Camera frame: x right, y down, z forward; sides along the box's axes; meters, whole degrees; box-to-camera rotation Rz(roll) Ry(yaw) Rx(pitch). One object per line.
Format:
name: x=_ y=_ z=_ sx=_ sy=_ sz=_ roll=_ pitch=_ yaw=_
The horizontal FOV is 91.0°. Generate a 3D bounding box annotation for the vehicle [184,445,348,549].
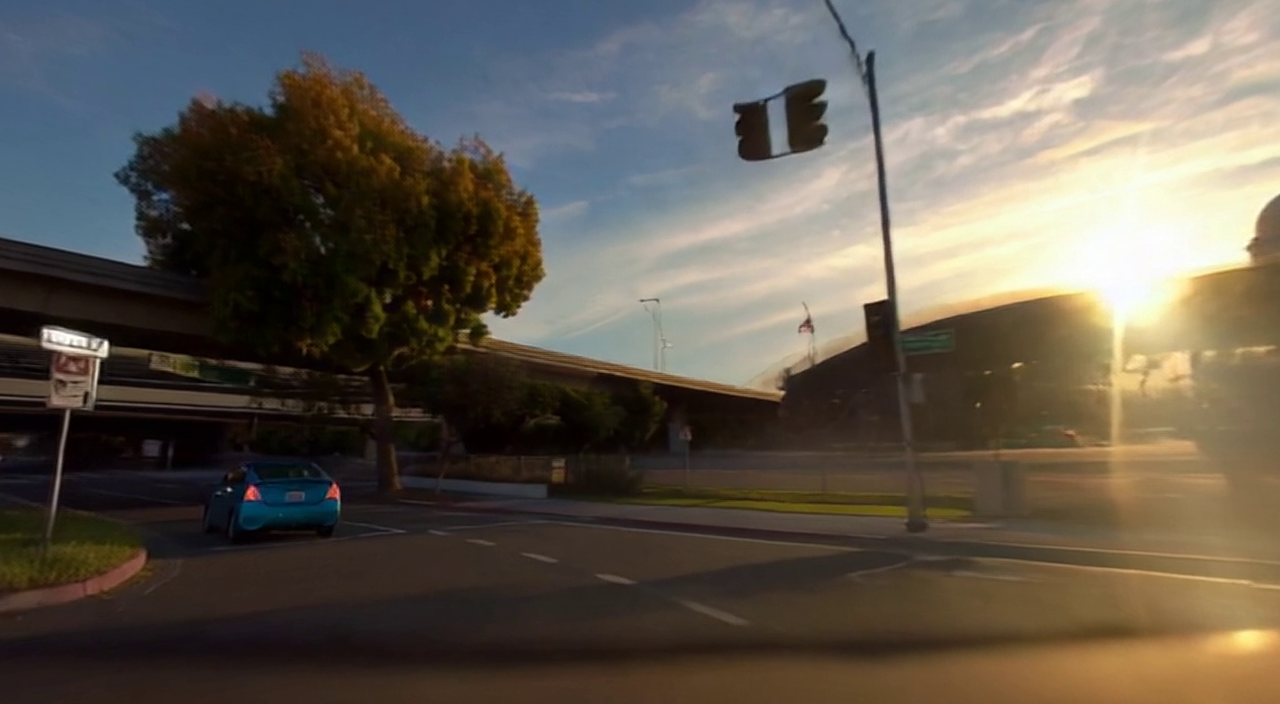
vehicle: x=-7.148 y=2.585 z=11.882 sx=1.976 sy=1.584 sz=3.772 roll=8 pitch=-12 yaw=-38
